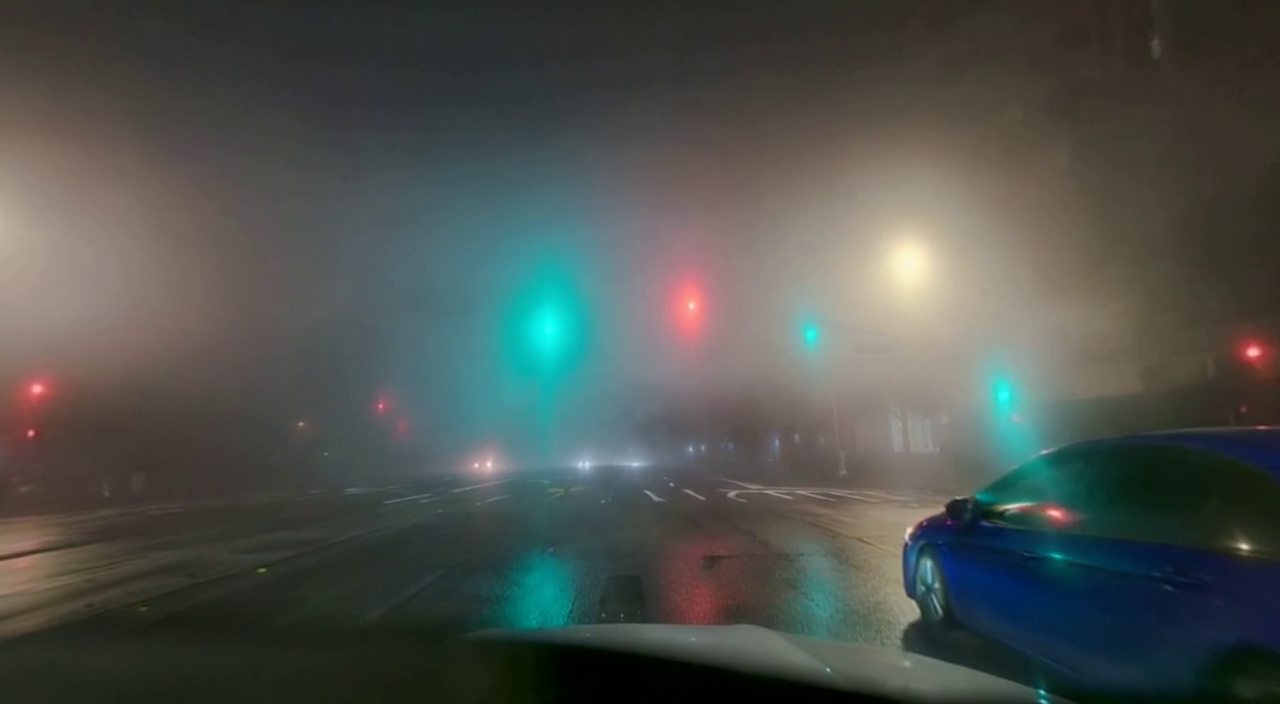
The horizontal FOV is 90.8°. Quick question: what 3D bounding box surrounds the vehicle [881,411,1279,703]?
[{"bbox_3d":[3.076,1.070,3.007,2.015,1.455,4.615,0,-9,0],"label":"vehicle"}]
